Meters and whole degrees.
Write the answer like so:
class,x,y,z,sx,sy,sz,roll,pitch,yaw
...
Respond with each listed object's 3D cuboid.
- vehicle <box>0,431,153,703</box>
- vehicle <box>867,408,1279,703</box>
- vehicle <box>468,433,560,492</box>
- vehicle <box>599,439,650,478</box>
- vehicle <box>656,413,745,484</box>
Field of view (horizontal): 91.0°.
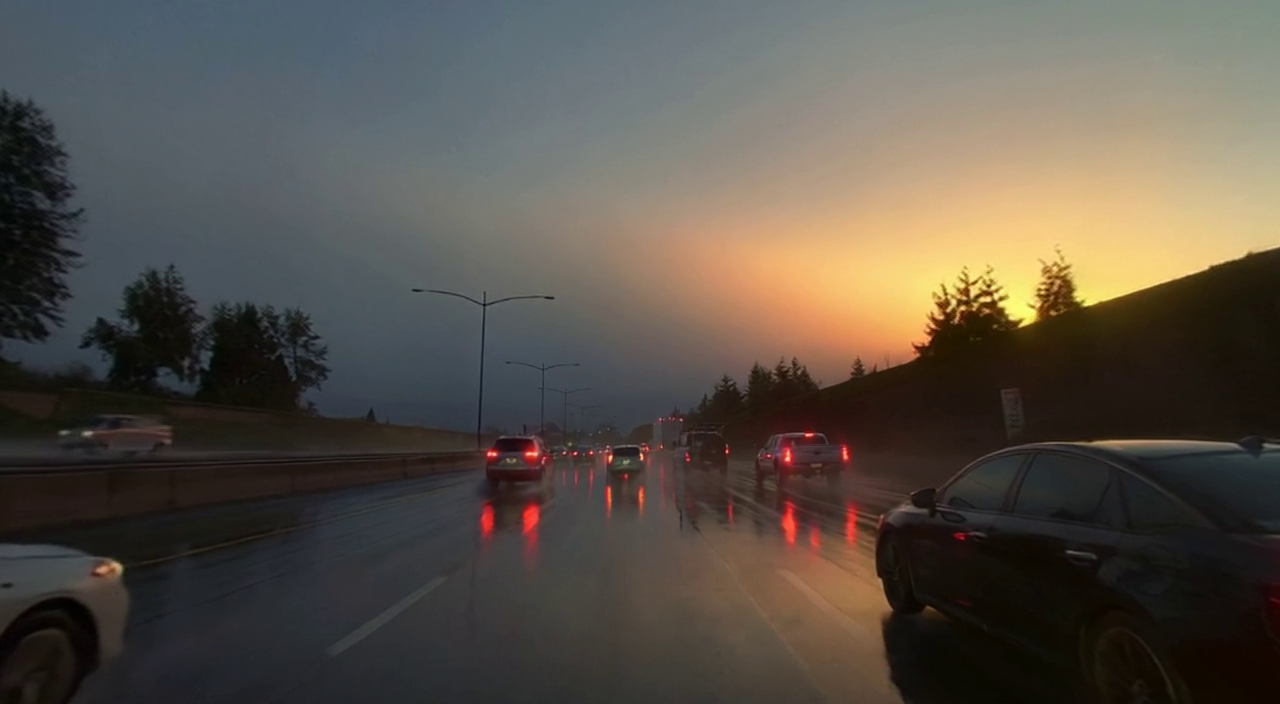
class,x,y,z,sx,sy,sz,roll,pitch,yaw
vehicle,-4.105,0.905,1.790,1.947,1.424,4.264,0,-9,1
vehicle,3.069,1.159,3.443,2.031,1.504,4.327,0,-9,0
vehicle,-4.180,3.747,21.780,2.176,1.783,4.799,0,-9,0
vehicle,-0.713,5.006,29.694,2.235,1.682,4.094,0,-9,-1
vehicle,2.970,5.382,35.393,3.426,3.279,12.313,0,-9,-2
